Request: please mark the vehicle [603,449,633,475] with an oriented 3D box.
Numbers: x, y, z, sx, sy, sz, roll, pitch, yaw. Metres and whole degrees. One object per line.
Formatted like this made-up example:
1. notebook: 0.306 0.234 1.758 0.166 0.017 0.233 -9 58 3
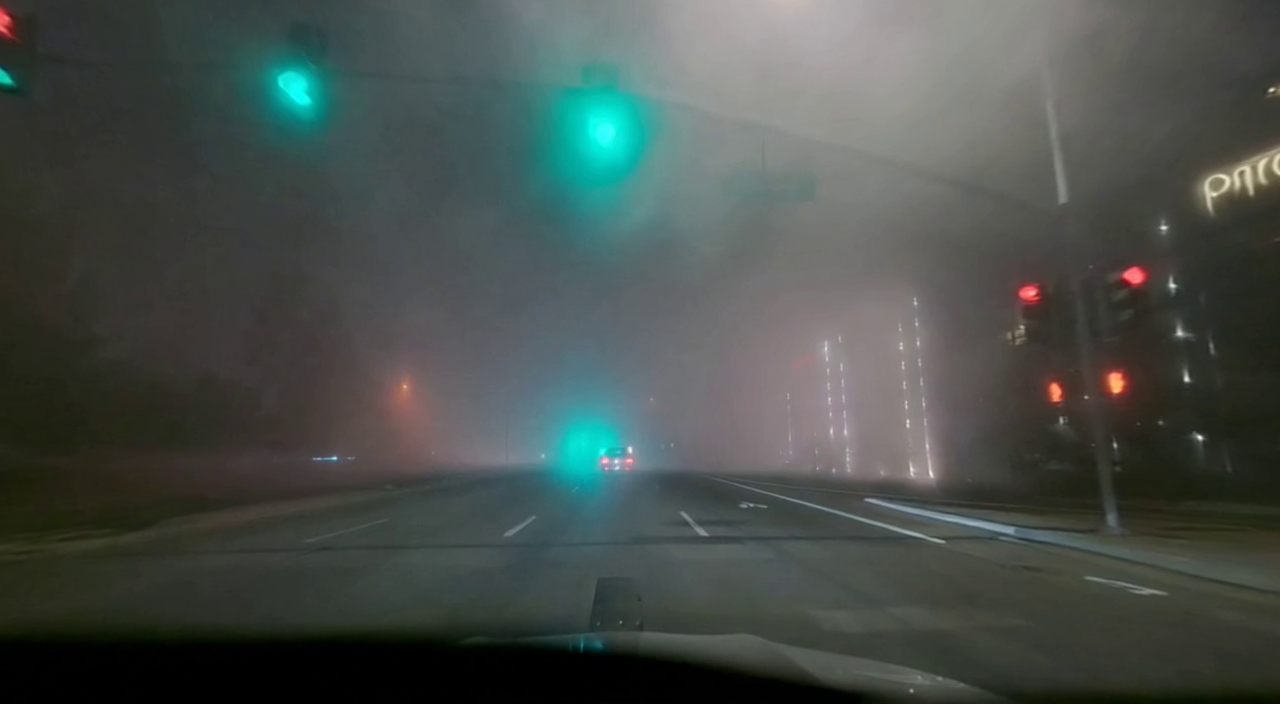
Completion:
1. vehicle: -1.632 7.821 45.068 2.038 1.682 3.844 0 -8 -4
